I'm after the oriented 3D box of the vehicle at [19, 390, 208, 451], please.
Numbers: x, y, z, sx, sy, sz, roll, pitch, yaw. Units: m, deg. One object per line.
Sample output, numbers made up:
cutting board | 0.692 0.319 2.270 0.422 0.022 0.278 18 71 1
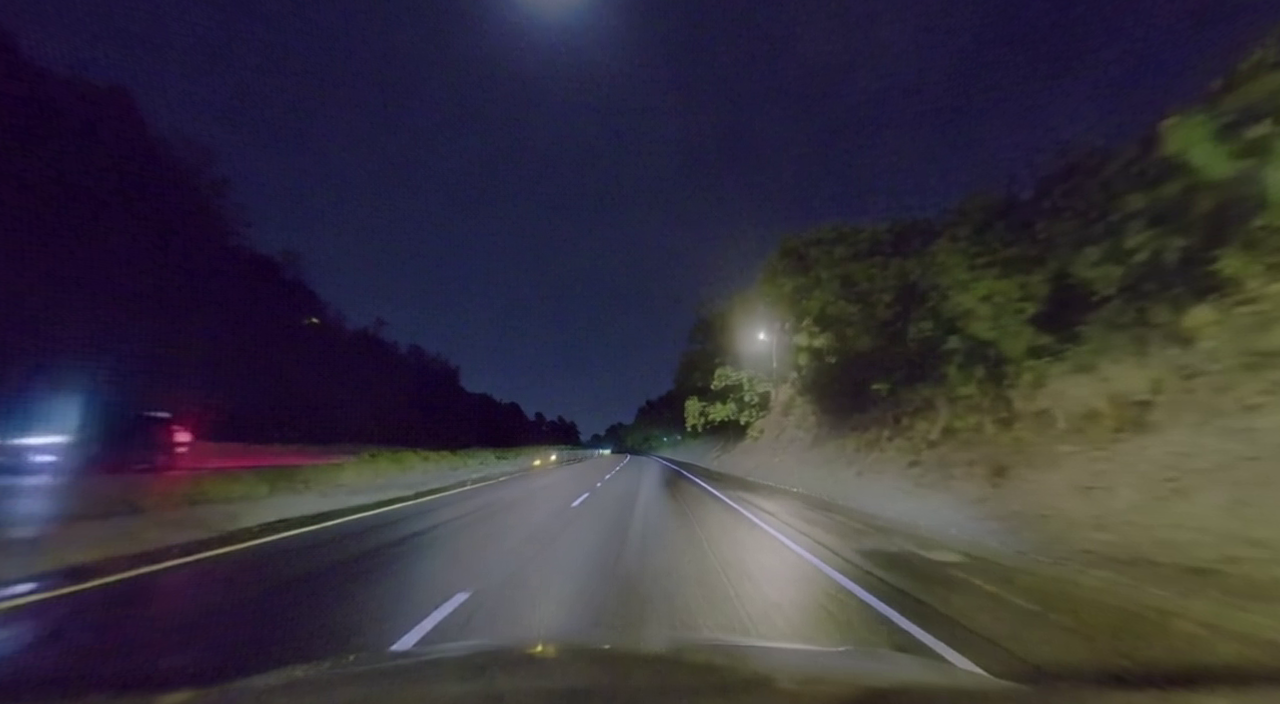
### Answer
vehicle | -18.193 2.517 22.137 2.306 1.894 4.871 0 -9 1
